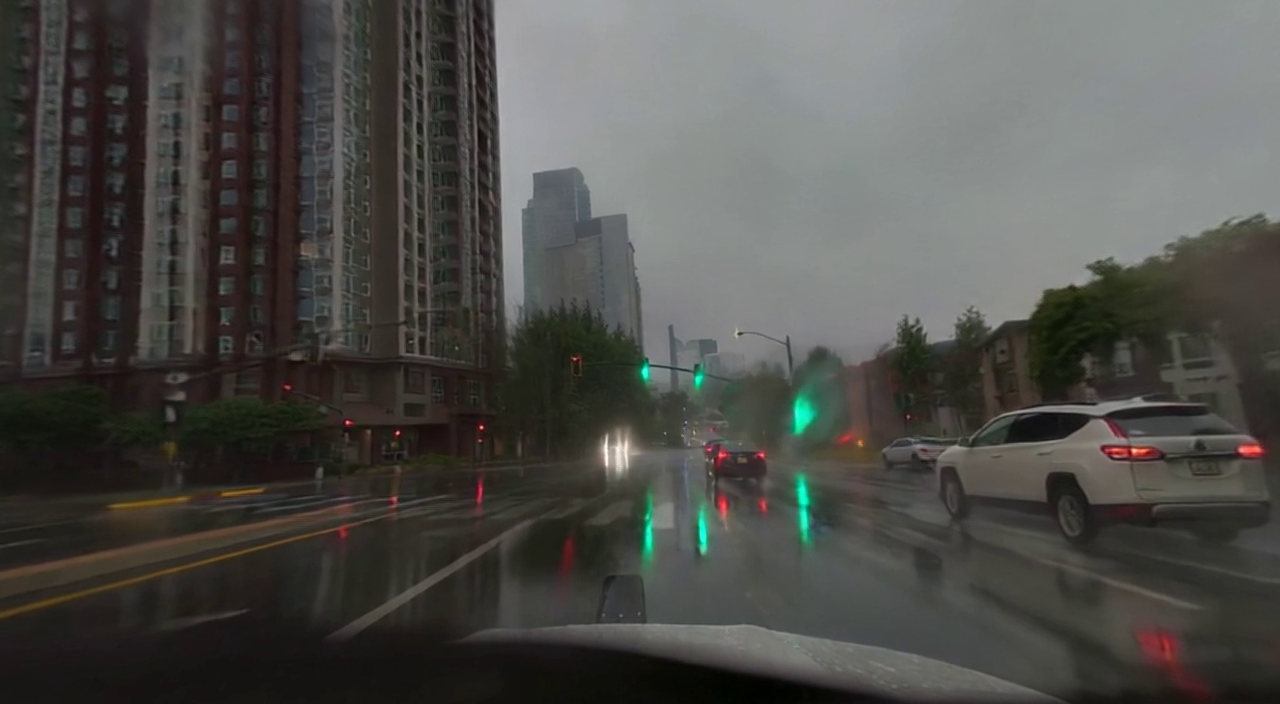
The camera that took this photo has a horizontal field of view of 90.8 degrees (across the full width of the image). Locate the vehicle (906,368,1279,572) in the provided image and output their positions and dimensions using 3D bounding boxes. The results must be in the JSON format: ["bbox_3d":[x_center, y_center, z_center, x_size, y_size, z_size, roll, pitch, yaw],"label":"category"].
[{"bbox_3d":[6.331,1.591,9.173,2.427,2.017,5.763,0,-9,0],"label":"vehicle"}]

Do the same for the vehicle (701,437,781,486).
[{"bbox_3d":[3.294,3.677,21.485,2.003,1.480,4.494,0,-9,0],"label":"vehicle"}]
